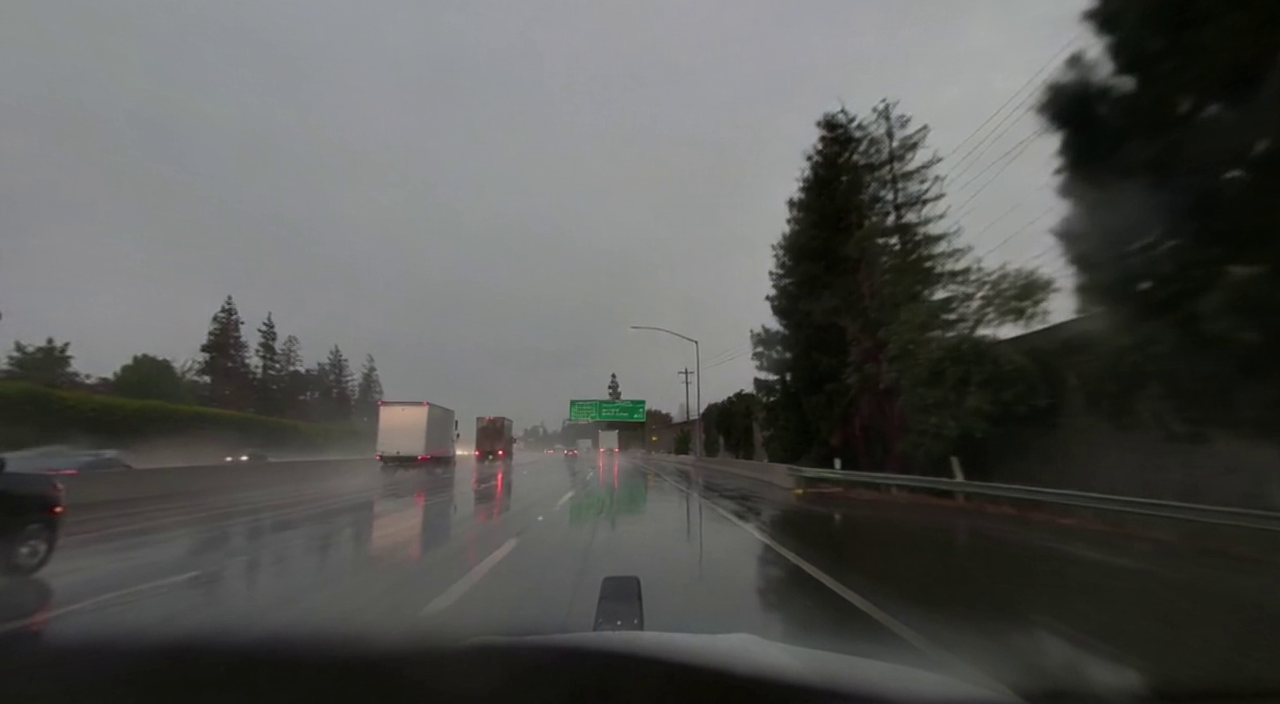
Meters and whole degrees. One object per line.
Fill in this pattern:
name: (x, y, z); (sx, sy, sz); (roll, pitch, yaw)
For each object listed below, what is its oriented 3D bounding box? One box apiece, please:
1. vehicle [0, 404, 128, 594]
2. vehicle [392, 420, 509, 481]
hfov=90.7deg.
vehicle: (-7.073, 1.225, 4.828); (2.093, 1.785, 5.303); (0, -8, -3)
vehicle: (-9.908, 5.430, 35.327); (3.270, 2.674, 14.547); (1, -8, -5)
